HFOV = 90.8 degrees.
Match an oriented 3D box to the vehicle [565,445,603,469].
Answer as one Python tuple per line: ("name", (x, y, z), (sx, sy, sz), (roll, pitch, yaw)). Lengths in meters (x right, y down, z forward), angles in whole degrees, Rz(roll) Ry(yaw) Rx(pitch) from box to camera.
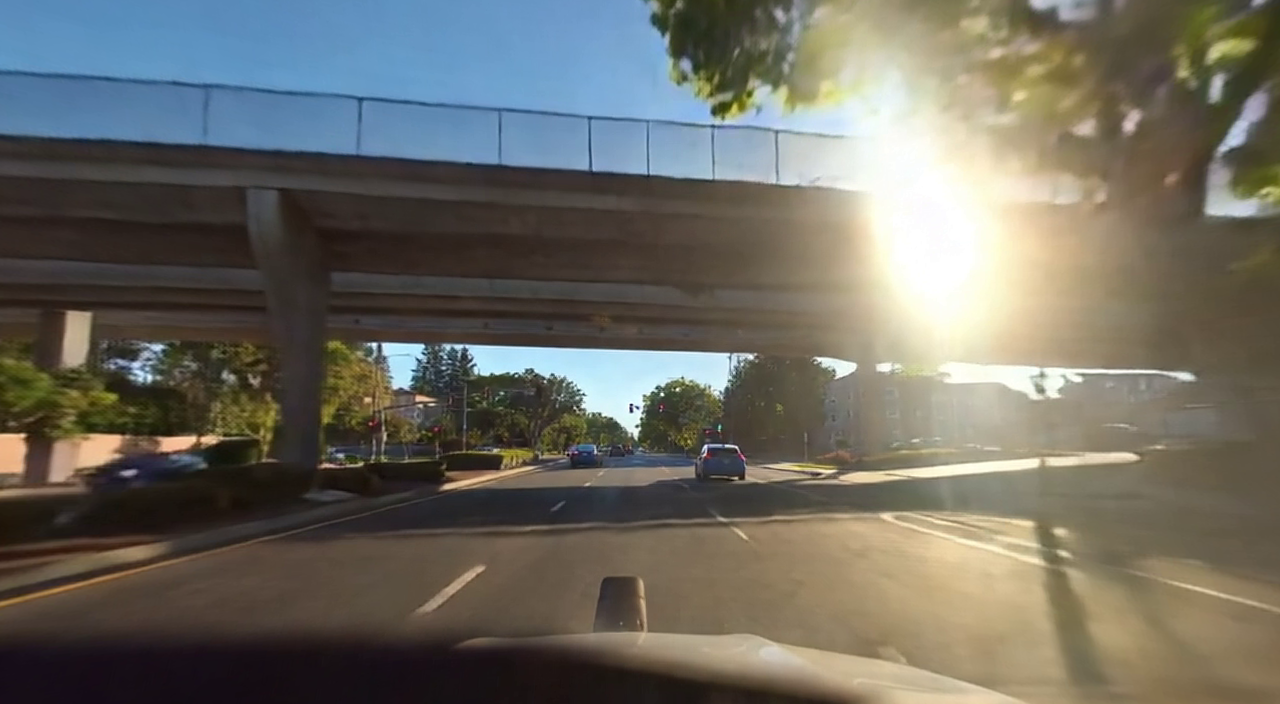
("vehicle", (-3.736, 7.032, 42.590), (2.060, 1.484, 4.417), (0, -8, 1))

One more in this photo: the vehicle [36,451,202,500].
("vehicle", (-18.283, 4.314, 22.552), (2.003, 1.494, 4.580), (0, -8, 0))

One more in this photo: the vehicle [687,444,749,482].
("vehicle", (3.315, 4.805, 27.713), (2.068, 1.497, 4.247), (0, -8, -1))
